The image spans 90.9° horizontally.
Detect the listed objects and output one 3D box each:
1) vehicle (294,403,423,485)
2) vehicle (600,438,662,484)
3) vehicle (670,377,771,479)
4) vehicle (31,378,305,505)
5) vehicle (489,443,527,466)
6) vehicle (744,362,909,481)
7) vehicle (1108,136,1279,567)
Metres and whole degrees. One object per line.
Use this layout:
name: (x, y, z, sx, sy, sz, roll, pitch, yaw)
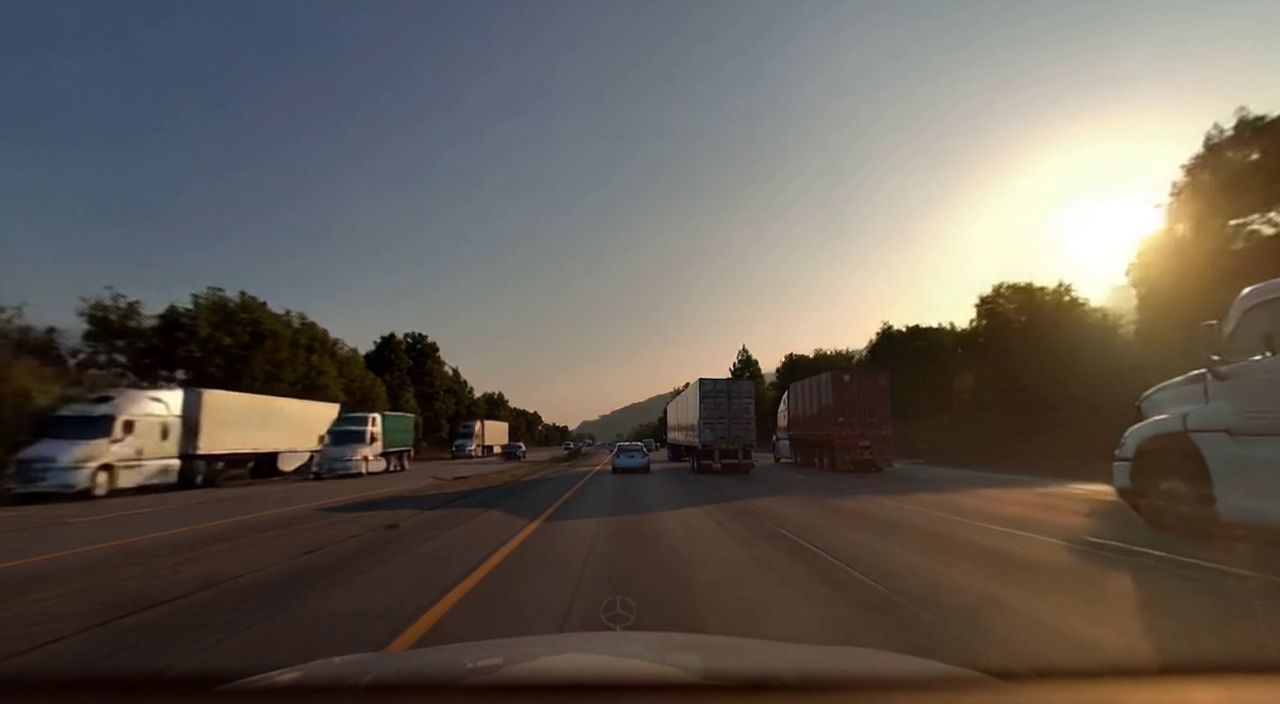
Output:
vehicle: (-12.963, 4.310, 29.944, 2.641, 3.353, 7.768, 0, -8, -1)
vehicle: (-0.321, 3.833, 22.639, 2.038, 1.477, 3.773, 0, -8, -1)
vehicle: (3.593, 3.996, 32.711, 2.888, 4.099, 14.183, 0, -8, -2)
vehicle: (-16.806, 3.335, 23.898, 3.053, 3.812, 9.596, 0, -8, -1)
vehicle: (-9.233, 7.197, 44.471, 1.867, 1.465, 4.420, 0, -8, -2)
vehicle: (7.651, 3.313, 28.975, 2.876, 4.111, 14.145, 0, -8, -2)
vehicle: (7.989, -0.187, 5.050, 2.979, 4.312, 6.722, 0, -8, -1)
